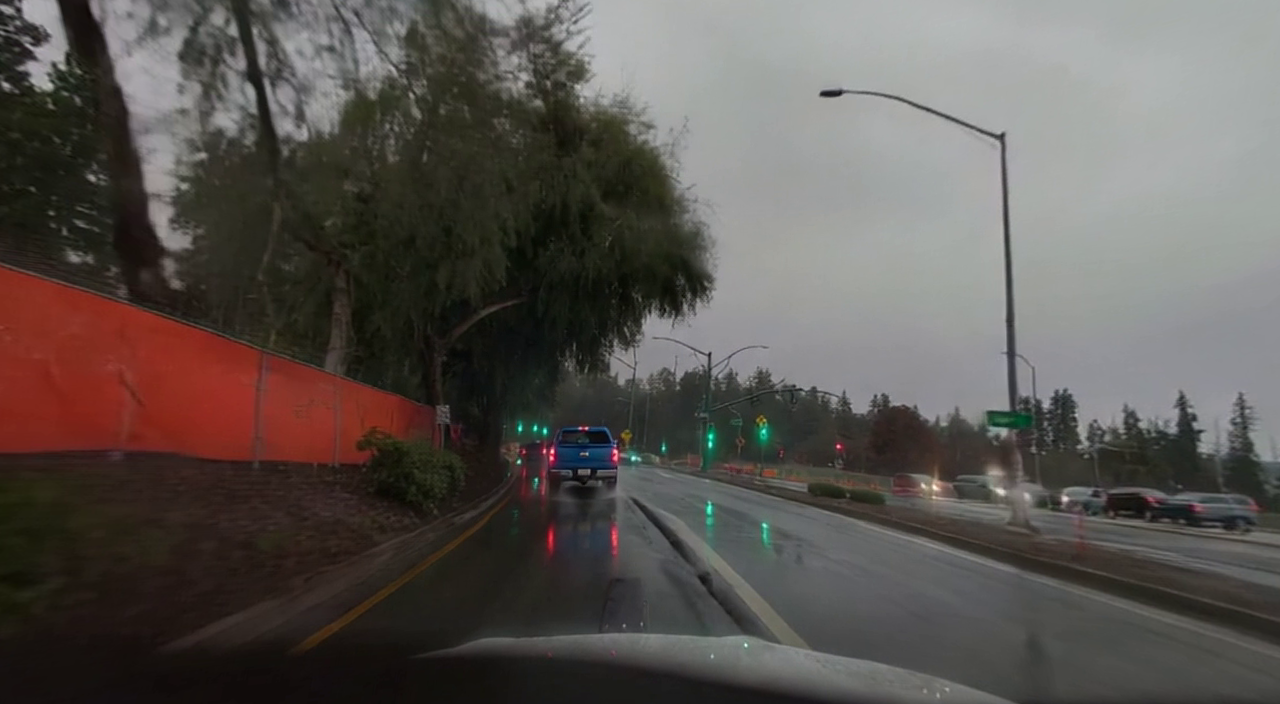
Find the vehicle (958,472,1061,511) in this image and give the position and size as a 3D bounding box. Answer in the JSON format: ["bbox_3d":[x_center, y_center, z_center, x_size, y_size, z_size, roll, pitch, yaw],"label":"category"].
[{"bbox_3d":[18.406,6.955,31.734,1.884,1.622,4.485,3,-10,-11],"label":"vehicle"}]

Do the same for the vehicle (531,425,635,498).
[{"bbox_3d":[-1.554,2.964,17.544,2.436,1.698,5.322,0,-8,-5],"label":"vehicle"}]

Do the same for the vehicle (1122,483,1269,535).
[{"bbox_3d":[23.233,6.551,26.658,1.841,1.673,4.470,1,-8,-7],"label":"vehicle"}]

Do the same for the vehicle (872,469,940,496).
[{"bbox_3d":[16.955,8.339,40.463,1.808,1.467,4.360,4,-10,-12],"label":"vehicle"}]
